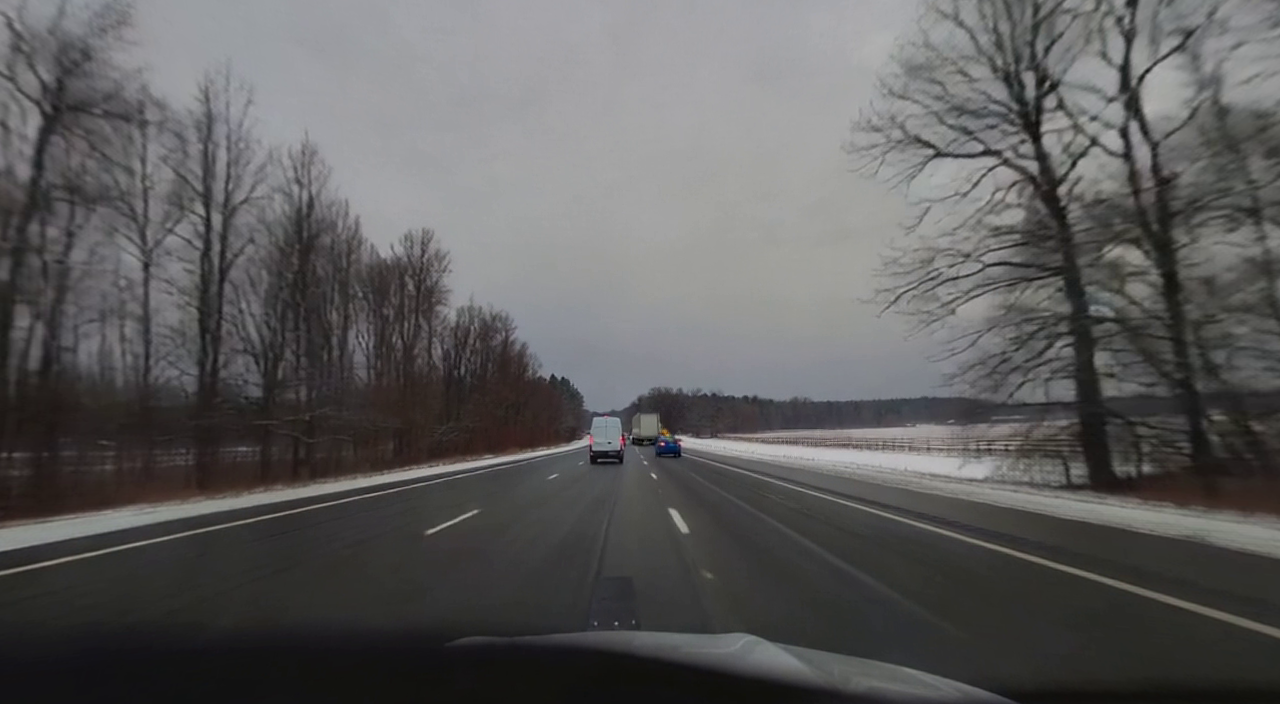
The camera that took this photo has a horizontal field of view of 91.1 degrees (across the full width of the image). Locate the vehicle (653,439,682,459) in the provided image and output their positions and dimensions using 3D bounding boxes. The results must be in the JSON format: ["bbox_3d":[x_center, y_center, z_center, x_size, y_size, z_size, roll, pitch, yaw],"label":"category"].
[{"bbox_3d":[2.111,7.637,49.902,1.962,1.508,4.363,0,-8,-2],"label":"vehicle"}]

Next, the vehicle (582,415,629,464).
[{"bbox_3d":[-1.907,5.129,36.869,2.389,2.637,5.437,0,-8,1],"label":"vehicle"}]
